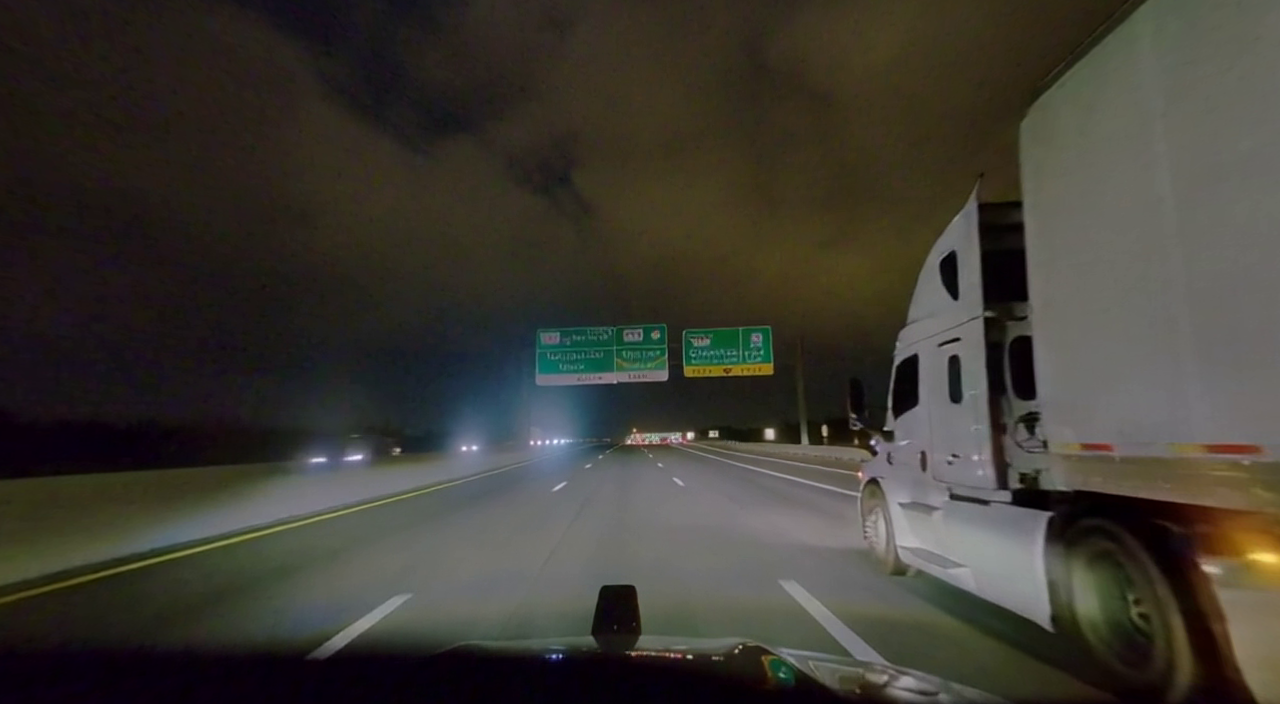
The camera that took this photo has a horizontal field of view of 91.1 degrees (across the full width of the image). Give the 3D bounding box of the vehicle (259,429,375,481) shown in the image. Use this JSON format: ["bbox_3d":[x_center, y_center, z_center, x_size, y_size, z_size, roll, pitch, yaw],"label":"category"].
[{"bbox_3d":[-12.489,3.982,24.734,2.065,1.794,4.794,0,-8,-1],"label":"vehicle"}]
